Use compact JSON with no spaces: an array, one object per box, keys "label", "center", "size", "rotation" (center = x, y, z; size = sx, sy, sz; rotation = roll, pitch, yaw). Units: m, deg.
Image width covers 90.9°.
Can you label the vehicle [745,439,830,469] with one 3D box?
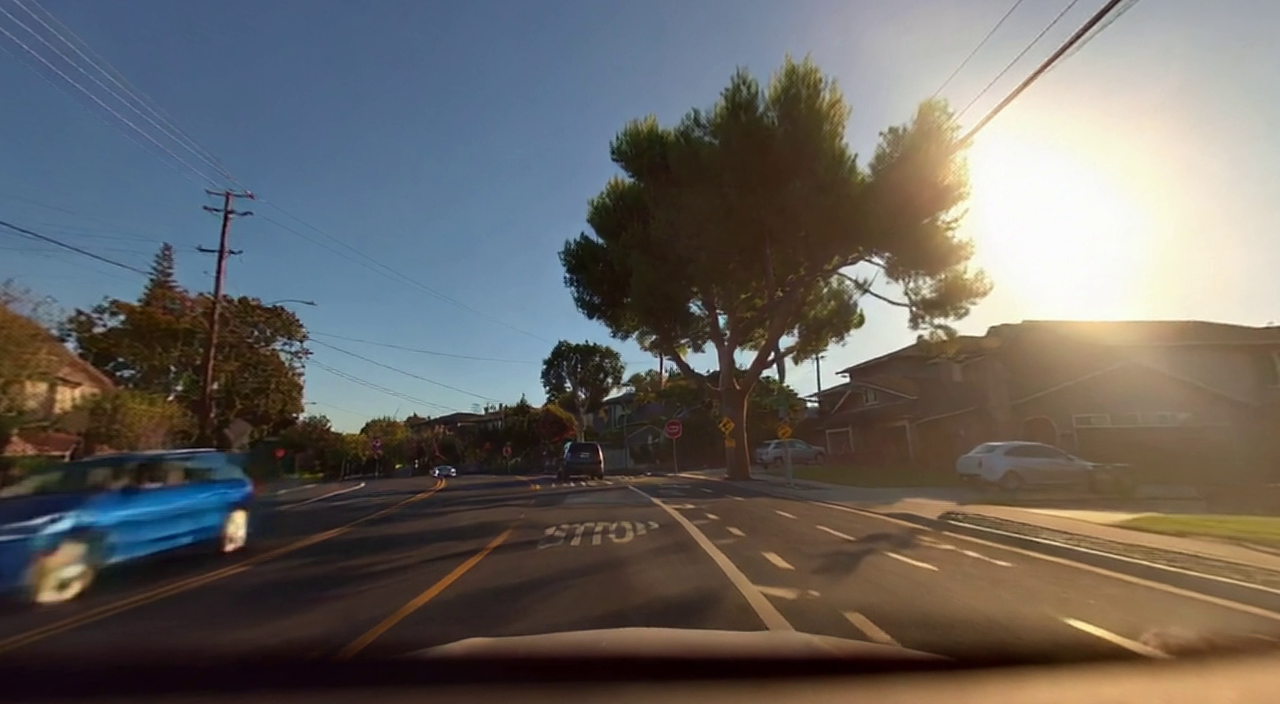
[{"label":"vehicle","center":[8.939,6.158,38.273],"size":[4.582,1.707,1.934],"rotation":[2,-8,-12]}]

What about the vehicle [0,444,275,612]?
[{"label":"vehicle","center":[-6.805,1.887,7.703],"size":[2.003,1.483,4.545],"rotation":[0,-8,-1]}]

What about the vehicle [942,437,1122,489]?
[{"label":"vehicle","center":[12.035,3.394,19.547],"size":[4.383,1.508,1.884],"rotation":[1,-8,-5]}]

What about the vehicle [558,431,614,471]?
[{"label":"vehicle","center":[-2.888,5.059,32.708],"size":[2.284,1.741,4.702],"rotation":[4,-7,-11]}]
